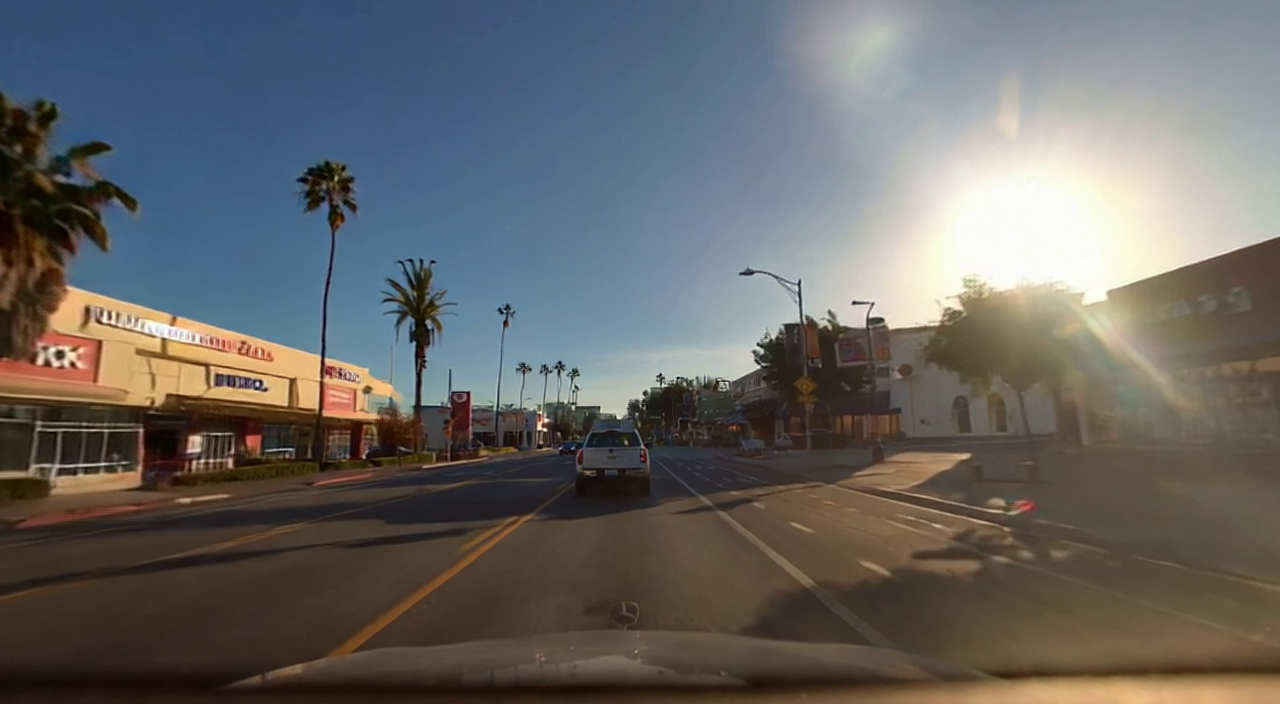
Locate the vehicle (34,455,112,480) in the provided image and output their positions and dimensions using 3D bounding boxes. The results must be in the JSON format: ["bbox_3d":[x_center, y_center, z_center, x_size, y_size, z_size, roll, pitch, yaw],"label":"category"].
[{"bbox_3d":[-37.660,7.671,41.926,1.685,1.466,3.858,0,-8,-3],"label":"vehicle"}]

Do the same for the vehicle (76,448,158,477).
[{"bbox_3d":[-34.835,7.335,42.075,2.013,1.785,4.331,1,-8,-5],"label":"vehicle"}]

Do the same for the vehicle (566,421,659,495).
[{"bbox_3d":[-0.691,2.854,17.287,2.239,1.763,4.096,0,-8,-1],"label":"vehicle"}]
